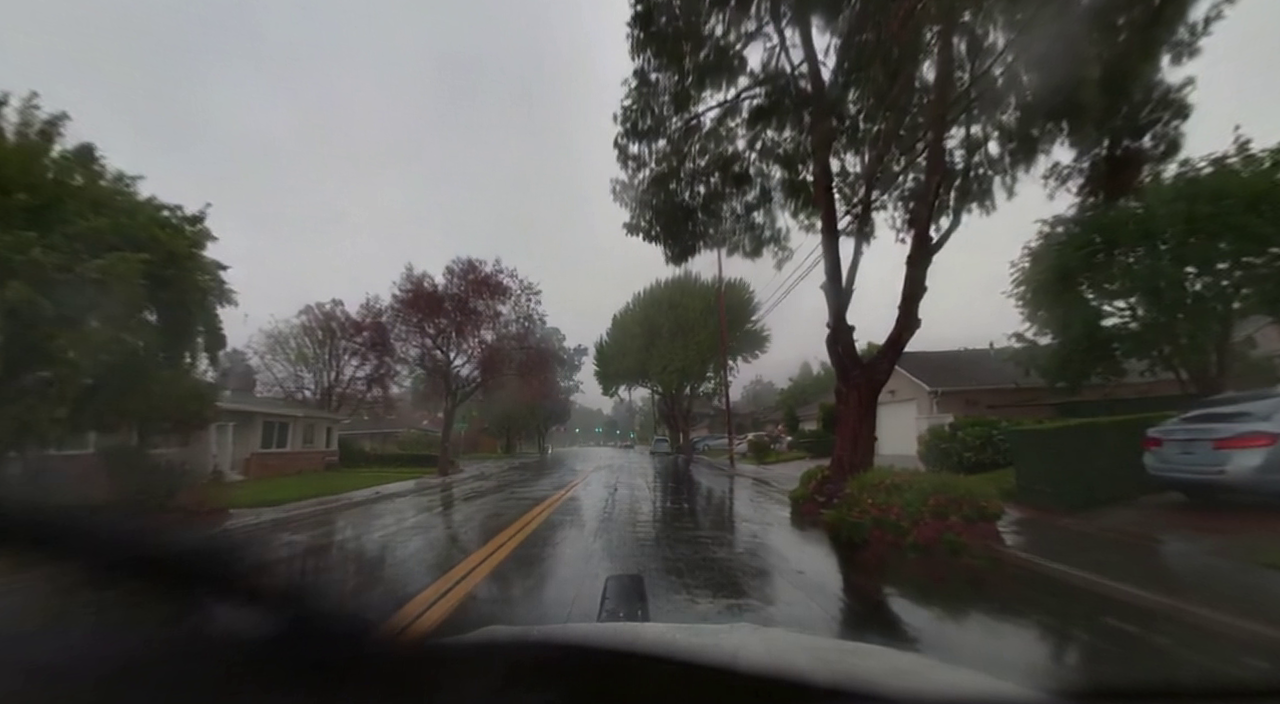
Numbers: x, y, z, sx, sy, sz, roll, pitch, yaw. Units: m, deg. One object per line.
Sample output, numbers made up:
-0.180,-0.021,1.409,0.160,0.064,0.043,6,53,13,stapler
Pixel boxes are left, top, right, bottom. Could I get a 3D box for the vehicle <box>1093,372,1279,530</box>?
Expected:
10.360,1.229,9.411,5.307,1.940,2.412,-5,-8,-4,vehicle
